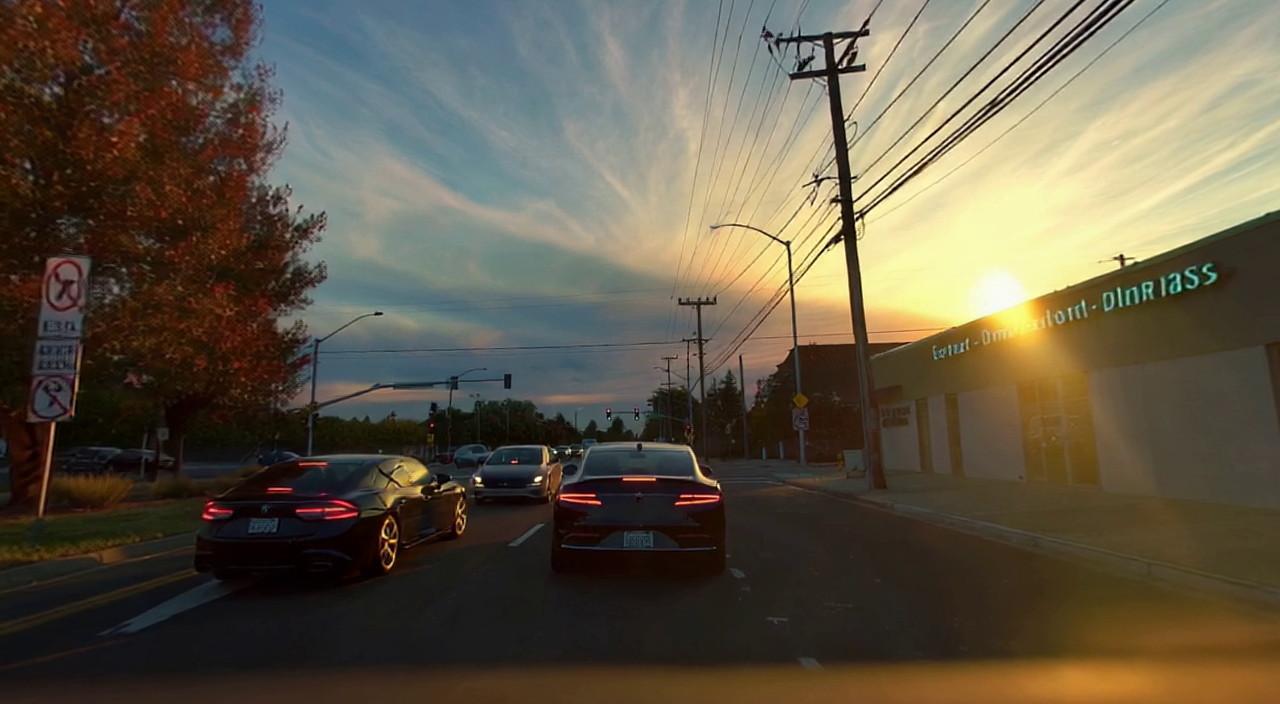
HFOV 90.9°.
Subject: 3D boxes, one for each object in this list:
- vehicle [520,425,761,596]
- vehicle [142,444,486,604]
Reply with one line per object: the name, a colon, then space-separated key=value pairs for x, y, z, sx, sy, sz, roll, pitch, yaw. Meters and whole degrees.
vehicle: x=-0.010 y=1.687 z=7.553 sx=2.101 sy=1.469 sz=3.955 roll=0 pitch=-9 yaw=0
vehicle: x=-3.233 y=1.745 z=7.332 sx=1.765 sy=1.319 sz=4.013 roll=0 pitch=-9 yaw=2
